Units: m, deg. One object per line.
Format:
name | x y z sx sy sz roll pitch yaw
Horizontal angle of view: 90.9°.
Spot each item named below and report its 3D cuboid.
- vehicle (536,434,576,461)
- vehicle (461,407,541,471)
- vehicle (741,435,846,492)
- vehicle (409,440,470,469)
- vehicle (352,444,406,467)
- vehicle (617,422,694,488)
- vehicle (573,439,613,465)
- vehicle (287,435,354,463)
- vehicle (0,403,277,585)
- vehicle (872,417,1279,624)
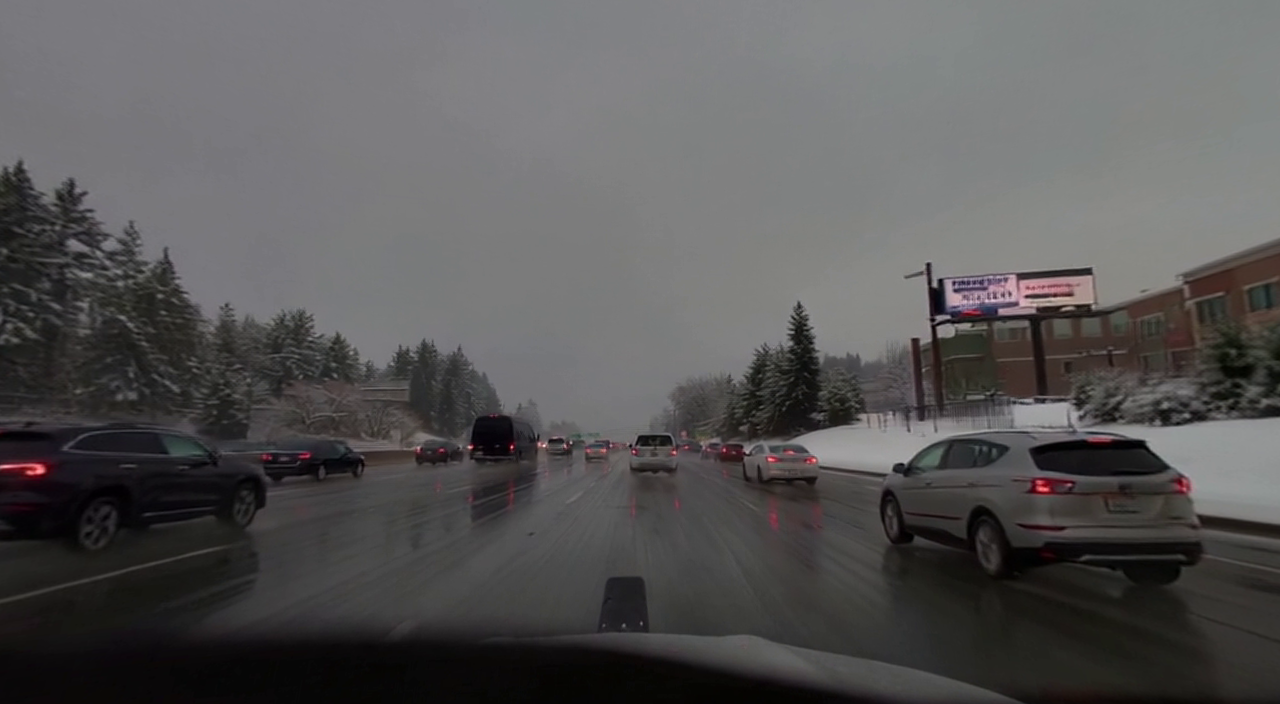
vehicle | -6.479 7.425 49.264 2.269 1.929 6.032 0 -8 0
vehicle | -6.783 4.410 31.838 2.358 2.817 7.055 0 -8 1
vehicle | 4.375 3.250 18.798 1.942 1.487 4.518 0 -8 -1
vehicle | -10.607 5.446 33.682 1.923 1.480 3.905 0 -8 1
vehicle | -16.508 6.525 40.063 1.823 1.388 3.705 0 -8 1
vehicle | 0.456 3.274 20.395 2.209 1.863 4.626 0 -8 1
vehicle | -2.841 6.190 39.292 2.079 1.499 4.512 0 -8 1
vehicle | -20.705 6.323 41.103 1.920 1.695 4.612 0 -8 1
vehicle | -6.770 1.571 7.642 2.021 1.632 4.417 0 -8 1
vehicle | 4.353 1.554 6.893 1.915 1.482 4.537 0 -8 0
